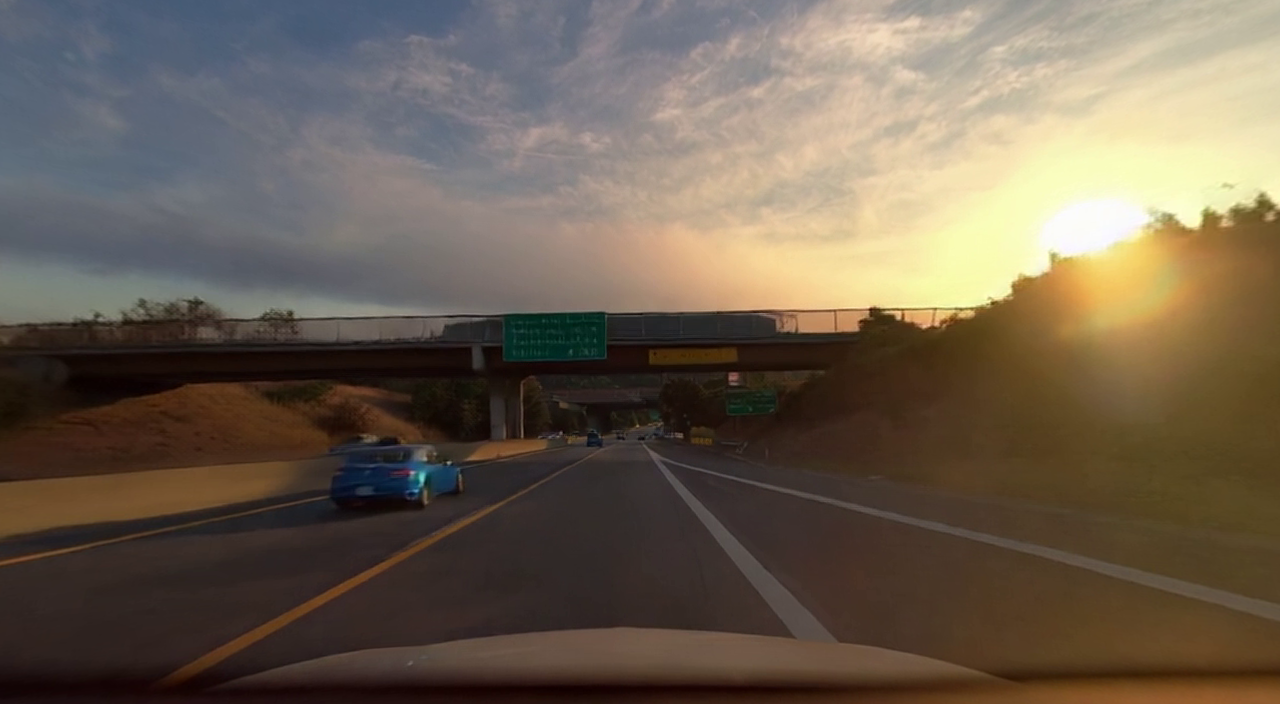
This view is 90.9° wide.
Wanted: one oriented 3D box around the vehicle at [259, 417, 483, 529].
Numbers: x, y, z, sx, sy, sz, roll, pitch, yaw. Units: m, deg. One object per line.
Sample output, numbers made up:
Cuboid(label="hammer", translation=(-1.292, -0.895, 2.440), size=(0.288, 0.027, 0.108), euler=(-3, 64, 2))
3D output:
Cuboid(label="vehicle", translation=(-4.520, 2.077, 11.574), size=(2.086, 1.624, 4.607), euler=(0, -8, 0))
